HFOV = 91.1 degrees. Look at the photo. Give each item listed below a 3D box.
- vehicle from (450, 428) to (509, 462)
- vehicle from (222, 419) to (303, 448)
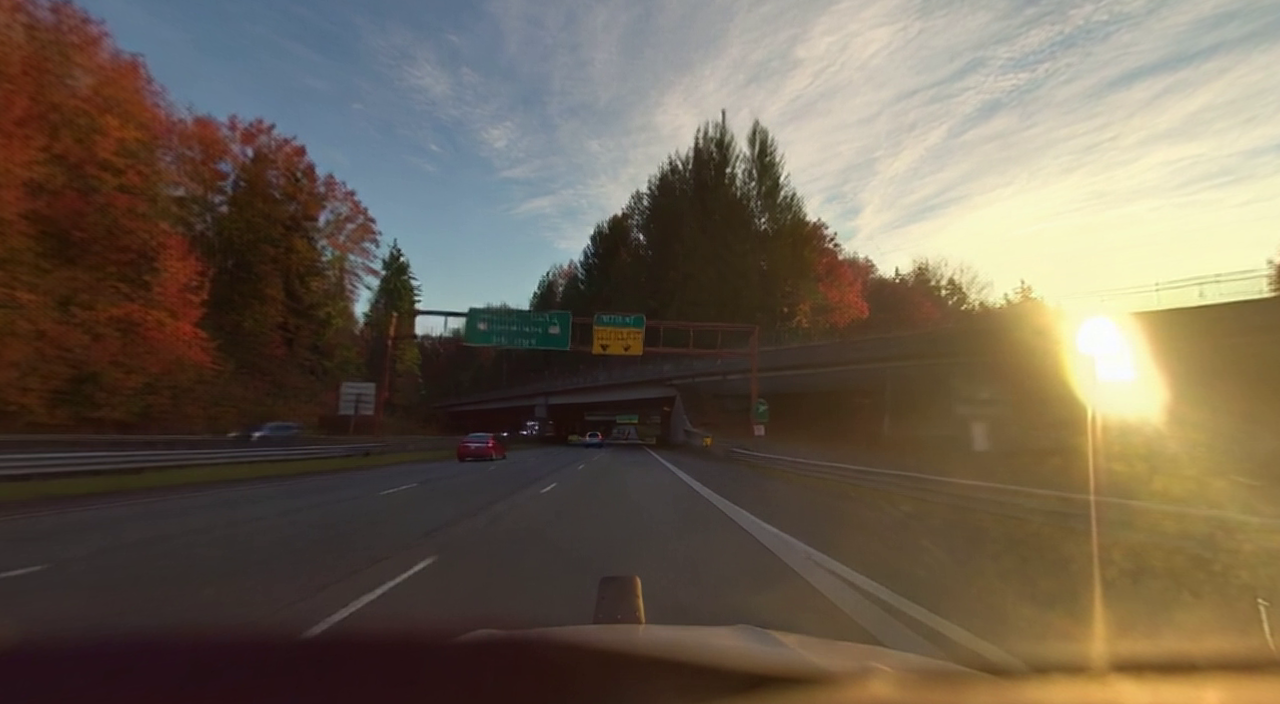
[{"bbox_3d":[-8.458,4.963,33.617,1.987,1.677,4.580,0,-8,-1],"label":"vehicle"},{"bbox_3d":[-21.479,4.697,36.000,1.908,1.552,4.438,0,-8,-1],"label":"vehicle"}]
